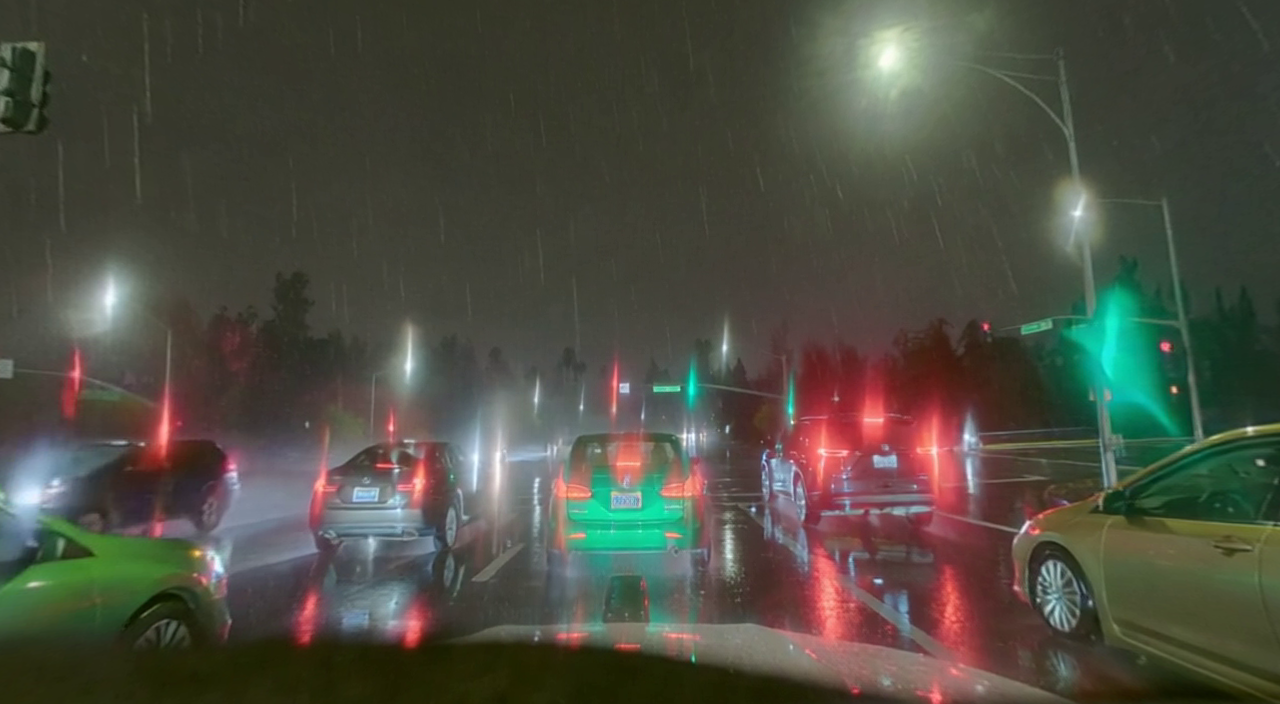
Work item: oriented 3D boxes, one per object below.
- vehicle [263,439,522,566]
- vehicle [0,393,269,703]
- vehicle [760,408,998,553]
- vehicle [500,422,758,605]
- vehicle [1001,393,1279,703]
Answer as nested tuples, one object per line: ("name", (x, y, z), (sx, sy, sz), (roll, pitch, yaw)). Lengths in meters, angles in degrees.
("vehicle", (-3.296, 2.074, 9.546), (1.995, 1.436, 4.373), (-1, -8, 2))
("vehicle", (-3.476, 0.858, 1.846), (2.016, 1.547, 4.414), (0, -8, 1))
("vehicle", (3.316, 1.871, 9.826), (1.992, 1.744, 4.183), (0, -8, -1))
("vehicle", (-0.125, 1.650, 7.368), (2.140, 1.499, 4.119), (0, -8, -1))
("vehicle", (3.941, 0.975, 3.104), (1.800, 1.519, 4.198), (0, -8, 0))
